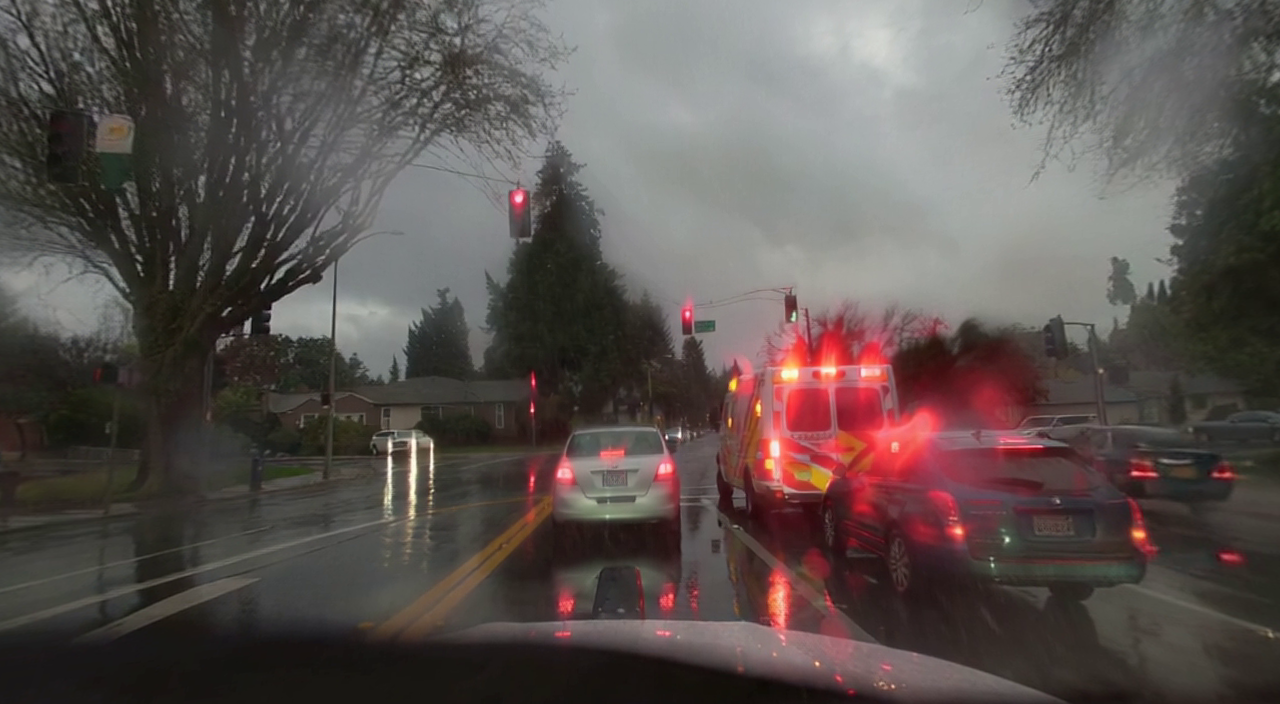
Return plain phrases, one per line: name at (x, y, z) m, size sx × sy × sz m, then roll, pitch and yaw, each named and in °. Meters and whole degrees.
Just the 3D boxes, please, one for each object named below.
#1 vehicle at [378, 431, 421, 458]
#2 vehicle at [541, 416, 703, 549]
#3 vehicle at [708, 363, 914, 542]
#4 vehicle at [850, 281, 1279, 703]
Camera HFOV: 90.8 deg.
vehicle at (-17.732, 6.876, 46.860) m, size 2.246 × 1.880 × 4.454 m, roll 1°, pitch -8°, yaw -12°
vehicle at (-0.265, 1.982, 10.186) m, size 2.114 × 1.707 × 3.725 m, roll 0°, pitch -8°, yaw -1°
vehicle at (2.869, 1.902, 12.370) m, size 2.406 × 2.687 × 5.521 m, roll 0°, pitch -8°, yaw 0°
vehicle at (2.853, 0.892, 2.884) m, size 2.194 × 1.820 × 4.652 m, roll 0°, pitch -8°, yaw 0°
